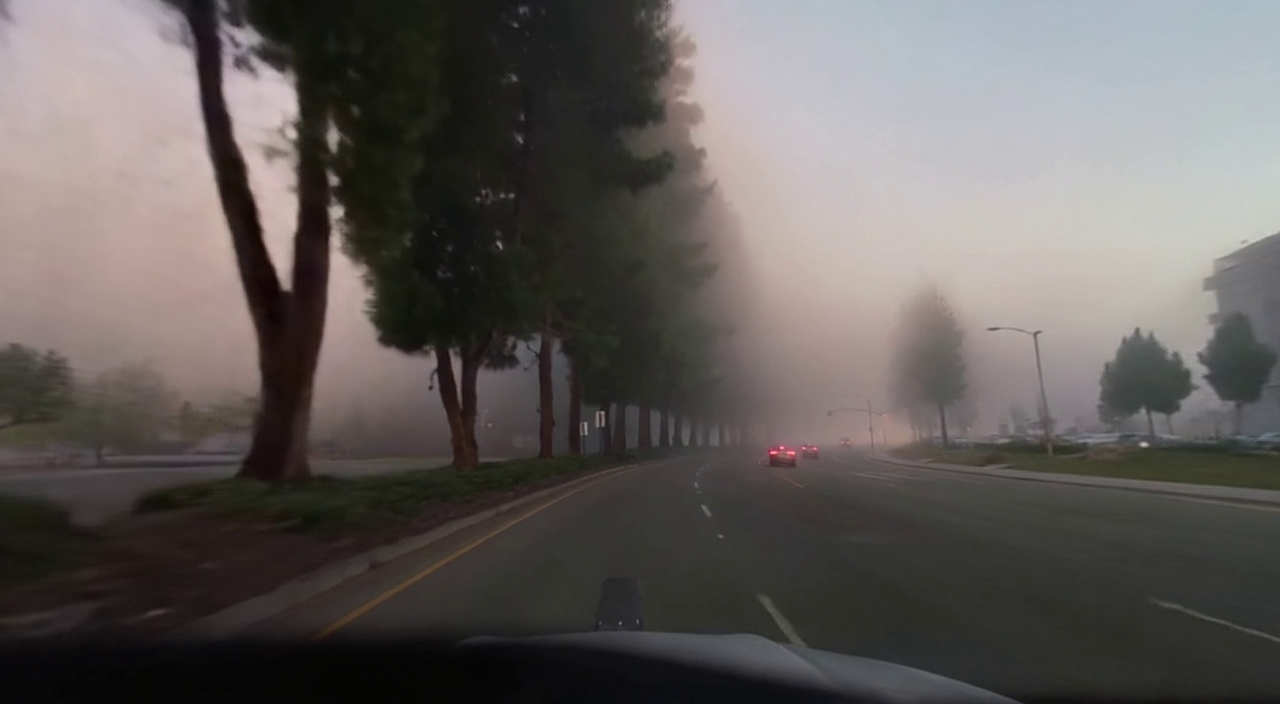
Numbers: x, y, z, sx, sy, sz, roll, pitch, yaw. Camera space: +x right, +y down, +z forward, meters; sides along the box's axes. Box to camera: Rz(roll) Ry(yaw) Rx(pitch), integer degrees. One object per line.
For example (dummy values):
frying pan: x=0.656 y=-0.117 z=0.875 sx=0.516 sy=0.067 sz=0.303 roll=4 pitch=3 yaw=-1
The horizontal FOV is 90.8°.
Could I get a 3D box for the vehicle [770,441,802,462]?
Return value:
vehicle: x=10.998 y=7.509 z=47.755 sx=1.988 sy=1.460 sz=3.996 roll=-1 pitch=-8 yaw=7
